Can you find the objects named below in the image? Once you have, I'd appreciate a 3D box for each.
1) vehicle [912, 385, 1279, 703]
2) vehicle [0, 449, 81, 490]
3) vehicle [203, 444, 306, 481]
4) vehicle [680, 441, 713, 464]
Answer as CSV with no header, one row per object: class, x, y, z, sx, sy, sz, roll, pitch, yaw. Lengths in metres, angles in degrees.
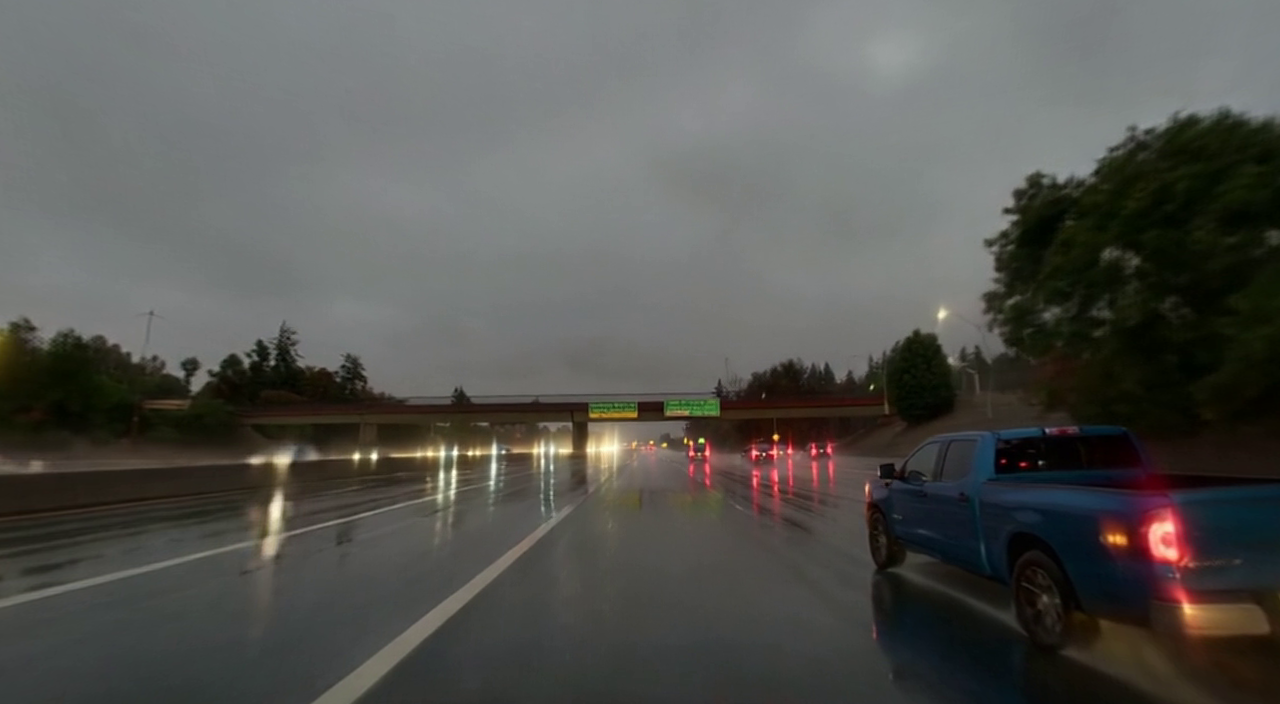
vehicle,3.422,0.983,2.986,2.119,1.524,4.807,0,-8,0
vehicle,-24.798,4.552,24.549,1.862,1.472,4.614,0,-8,0
vehicle,-18.218,5.197,30.089,1.950,1.604,4.599,0,-8,1
vehicle,4.144,7.483,47.052,2.014,1.643,4.039,0,-8,-1
